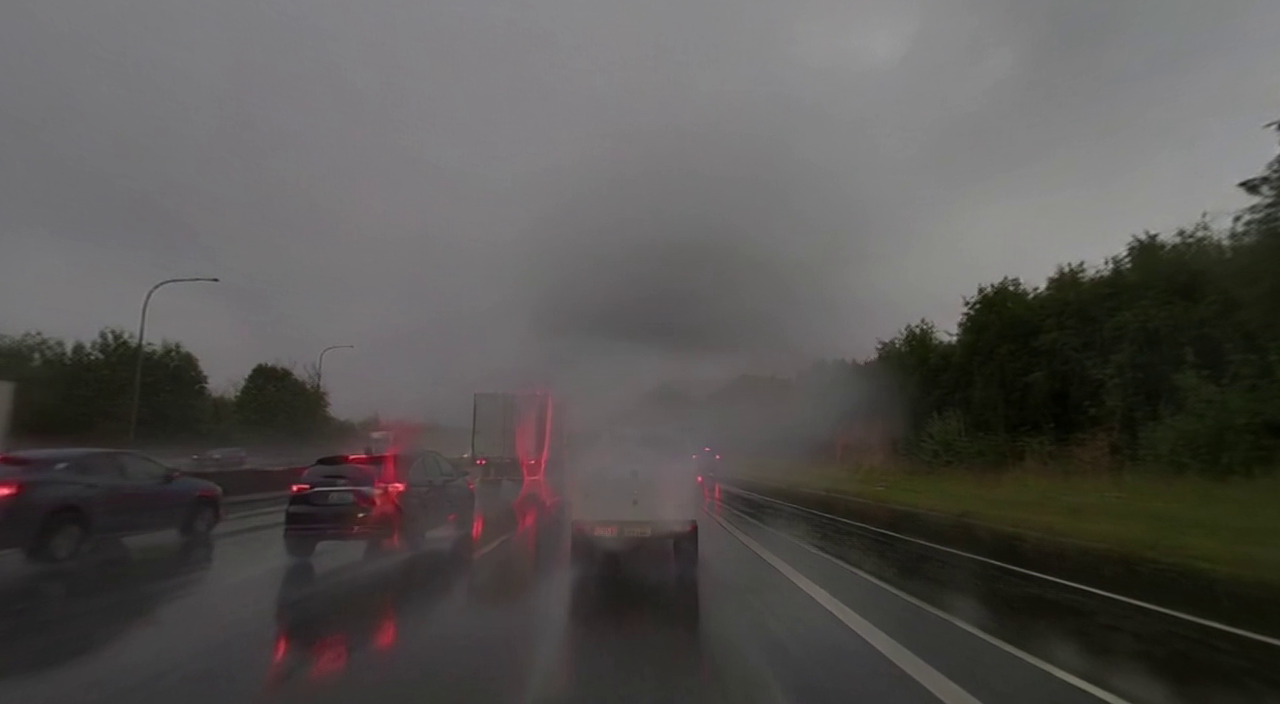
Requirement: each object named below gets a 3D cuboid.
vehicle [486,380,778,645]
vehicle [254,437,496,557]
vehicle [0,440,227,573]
[{"bbox_3d":[-0.081,1.358,6.106,1.995,1.798,3.380,0,-9,-1],"label":"vehicle"},{"bbox_3d":[-3.909,2.207,10.345,1.986,1.501,4.407,-1,-9,1],"label":"vehicle"},{"bbox_3d":[-8.097,1.968,8.564,1.874,1.470,4.576,0,-9,0],"label":"vehicle"}]
